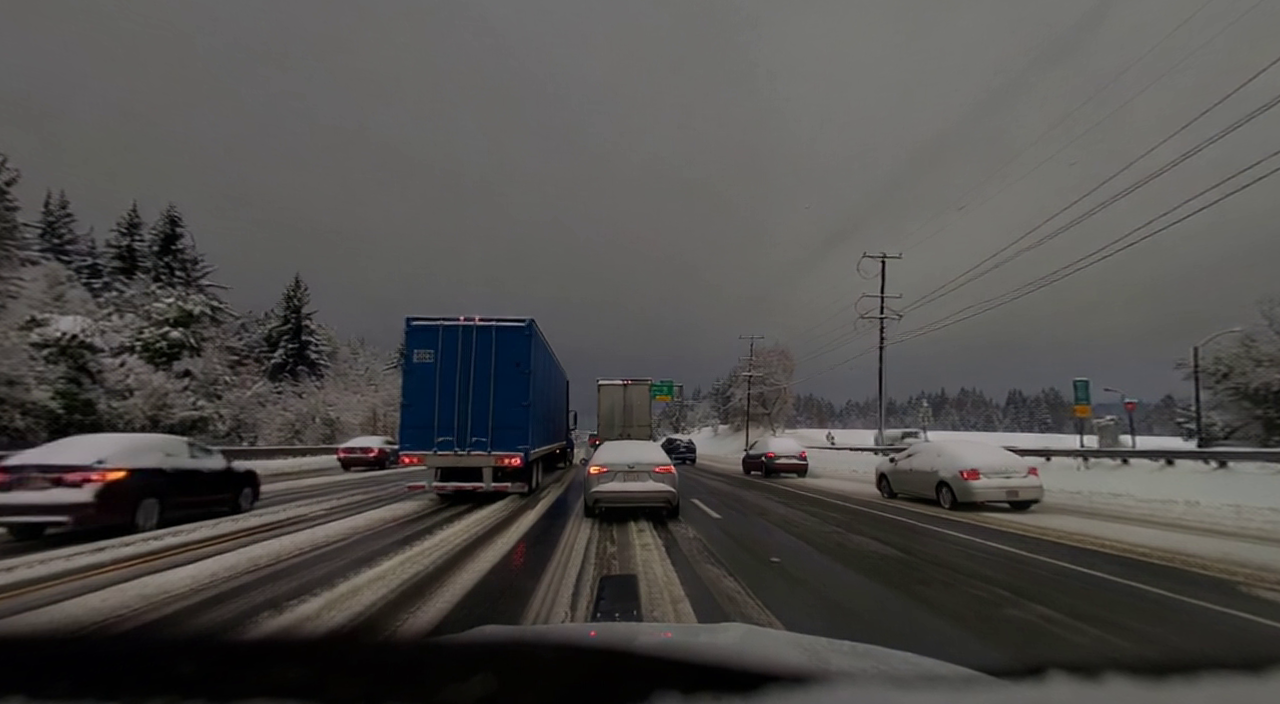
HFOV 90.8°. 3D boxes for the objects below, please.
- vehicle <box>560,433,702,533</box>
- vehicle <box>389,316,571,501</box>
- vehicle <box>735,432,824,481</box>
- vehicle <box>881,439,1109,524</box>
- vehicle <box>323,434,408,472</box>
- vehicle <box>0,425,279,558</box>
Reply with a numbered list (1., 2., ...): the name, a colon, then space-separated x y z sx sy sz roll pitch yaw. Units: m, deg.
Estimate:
1. vehicle: -0.228 2.269 11.512 2.112 1.463 4.012 0 -9 -3
2. vehicle: -4.660 2.655 23.663 3.150 4.298 17.928 1 -9 -3
3. vehicle: 5.181 3.953 24.016 2.023 1.676 4.002 1 -9 -7
4. vehicle: 6.842 2.502 12.817 1.878 1.406 4.164 1 -9 -6
5. vehicle: -12.981 4.815 30.262 2.148 1.678 4.851 0 -9 -3
6. vehicle: -7.887 1.955 9.633 2.016 1.503 4.785 0 -9 -1
